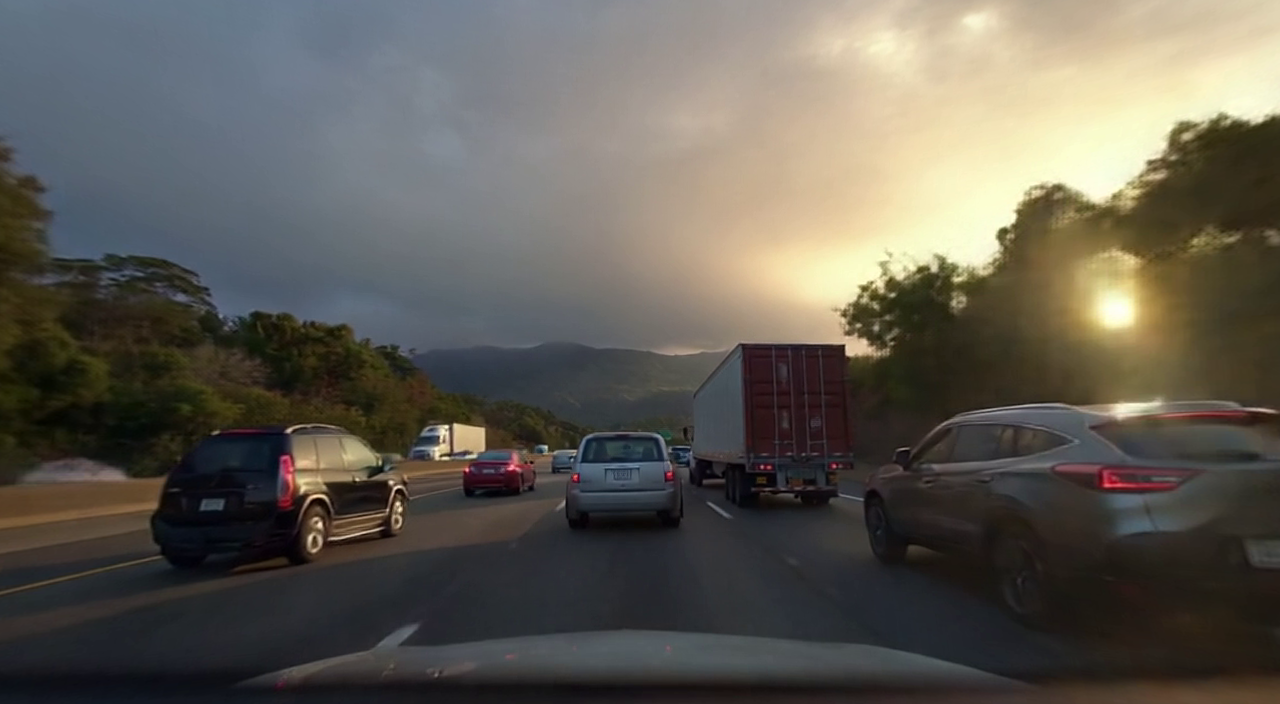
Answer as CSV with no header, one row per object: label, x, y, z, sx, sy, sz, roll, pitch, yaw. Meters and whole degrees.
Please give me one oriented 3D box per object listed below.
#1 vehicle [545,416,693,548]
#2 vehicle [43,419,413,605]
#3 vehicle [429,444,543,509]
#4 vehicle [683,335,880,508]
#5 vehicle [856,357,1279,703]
vehicle,-0.306,2.126,10.863,2.037,1.792,4.194,0,-9,0
vehicle,-4.332,1.710,7.532,1.789,1.620,3.841,0,-9,0
vehicle,-3.958,3.271,16.989,1.923,1.503,4.293,0,-9,1
vehicle,3.877,2.833,22.783,3.186,4.111,15.553,0,-9,-1
vehicle,3.667,1.250,5.212,2.076,1.751,4.666,0,-9,0
